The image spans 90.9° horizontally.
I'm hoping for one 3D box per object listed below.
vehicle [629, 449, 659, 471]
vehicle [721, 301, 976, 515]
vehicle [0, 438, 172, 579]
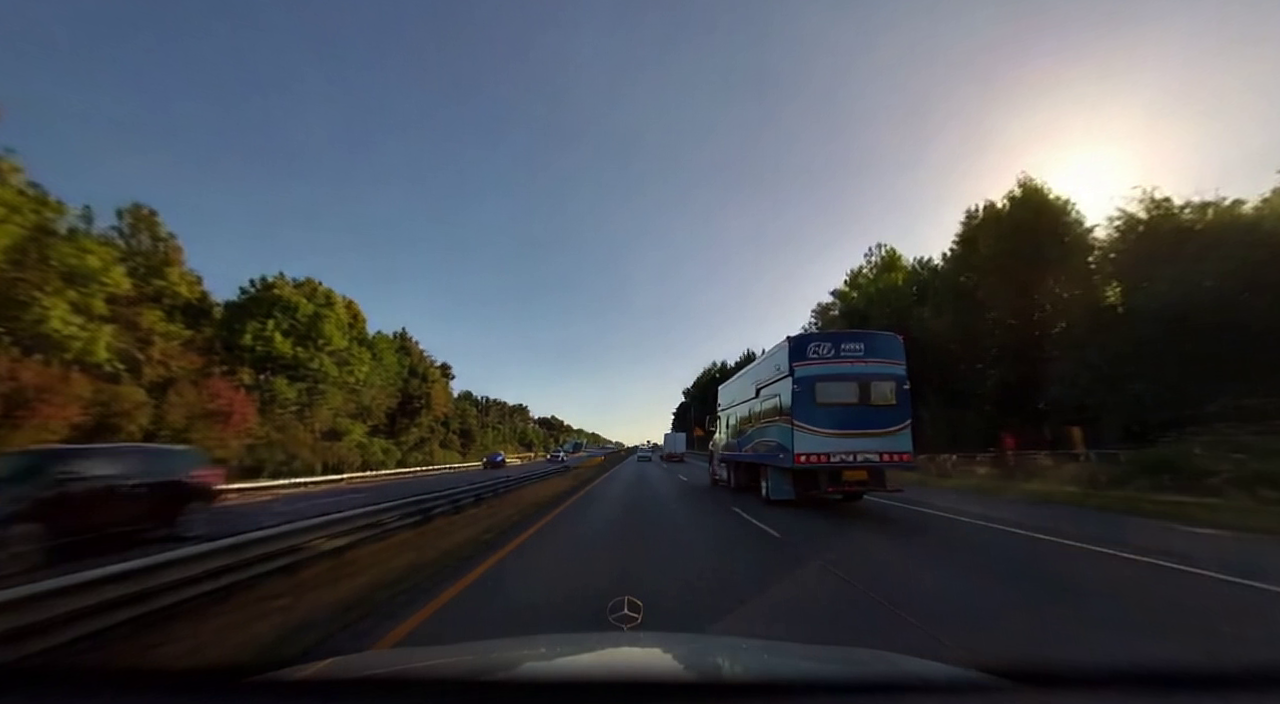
[{"bbox_3d":[0.284,7.190,42.122,1.926,1.386,3.615,0,-9,0],"label":"vehicle"},{"bbox_3d":[4.875,2.131,19.236,2.939,4.129,14.300,0,-9,0],"label":"vehicle"},{"bbox_3d":[-8.503,1.890,7.777,2.081,1.624,4.314,0,-9,0],"label":"vehicle"}]
